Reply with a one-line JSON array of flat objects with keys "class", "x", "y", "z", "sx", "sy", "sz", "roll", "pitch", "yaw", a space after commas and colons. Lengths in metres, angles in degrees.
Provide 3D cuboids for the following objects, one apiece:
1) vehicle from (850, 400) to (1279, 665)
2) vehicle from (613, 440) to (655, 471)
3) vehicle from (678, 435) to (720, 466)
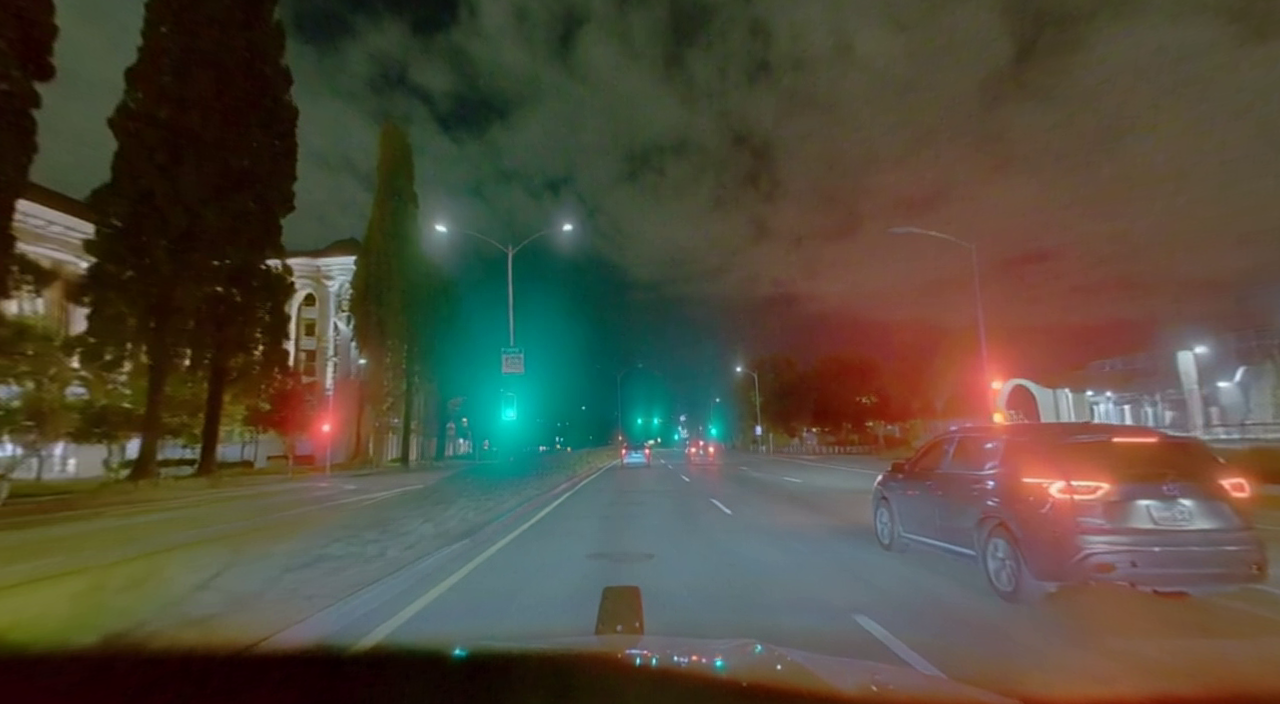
[{"class": "vehicle", "x": 3.555, "y": 1.334, "z": 5.713, "sx": 1.937, "sy": 1.538, "sz": 3.832, "roll": 0, "pitch": -8, "yaw": -1}, {"class": "vehicle", "x": -0.327, "y": 5.365, "z": 33.002, "sx": 2.054, "sy": 1.446, "sz": 3.969, "roll": 0, "pitch": -8, "yaw": -1}, {"class": "vehicle", "x": 3.480, "y": 5.931, "z": 38.315, "sx": 2.036, "sy": 1.757, "sz": 4.300, "roll": 0, "pitch": -8, "yaw": -1}]
